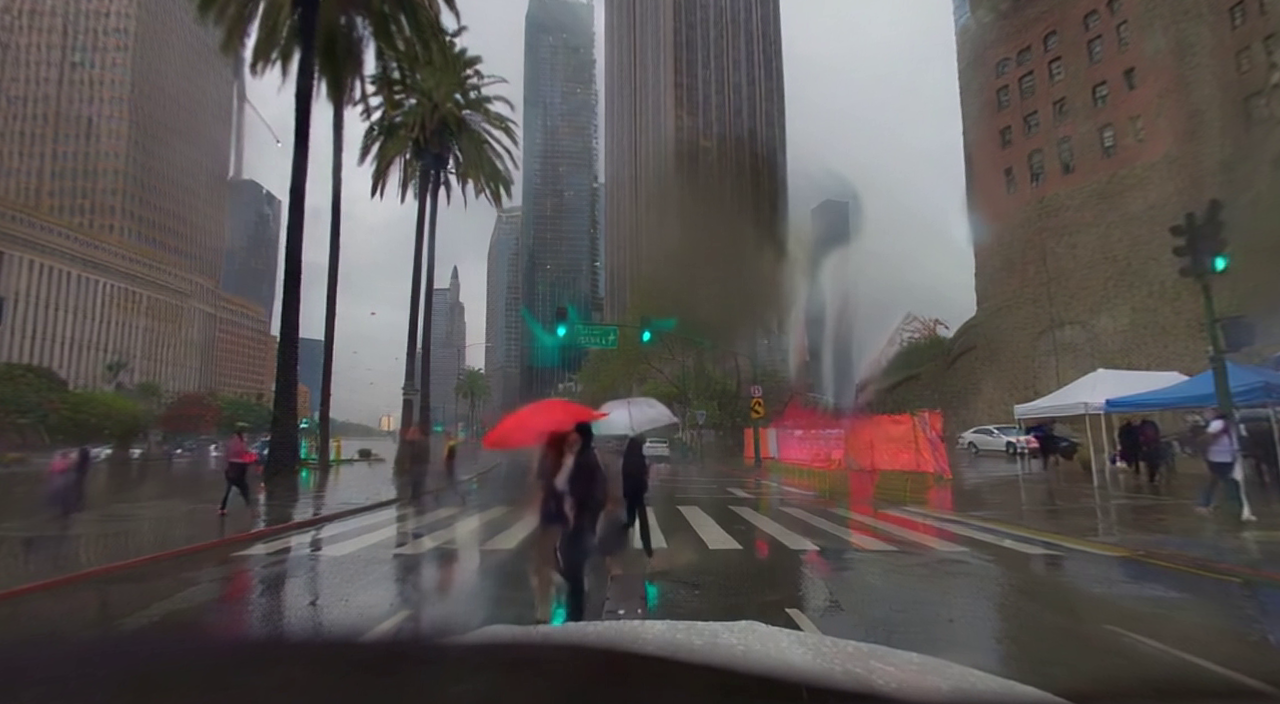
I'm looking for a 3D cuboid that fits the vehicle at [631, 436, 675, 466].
[{"bbox_3d":[0.877,7.273,46.544,2.322,2.071,5.366,1,-9,-9],"label":"vehicle"}]

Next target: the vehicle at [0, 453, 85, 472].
[{"bbox_3d":[-46.100,8.445,48.577,2.121,1.294,5.167,0,-8,1],"label":"vehicle"}]
